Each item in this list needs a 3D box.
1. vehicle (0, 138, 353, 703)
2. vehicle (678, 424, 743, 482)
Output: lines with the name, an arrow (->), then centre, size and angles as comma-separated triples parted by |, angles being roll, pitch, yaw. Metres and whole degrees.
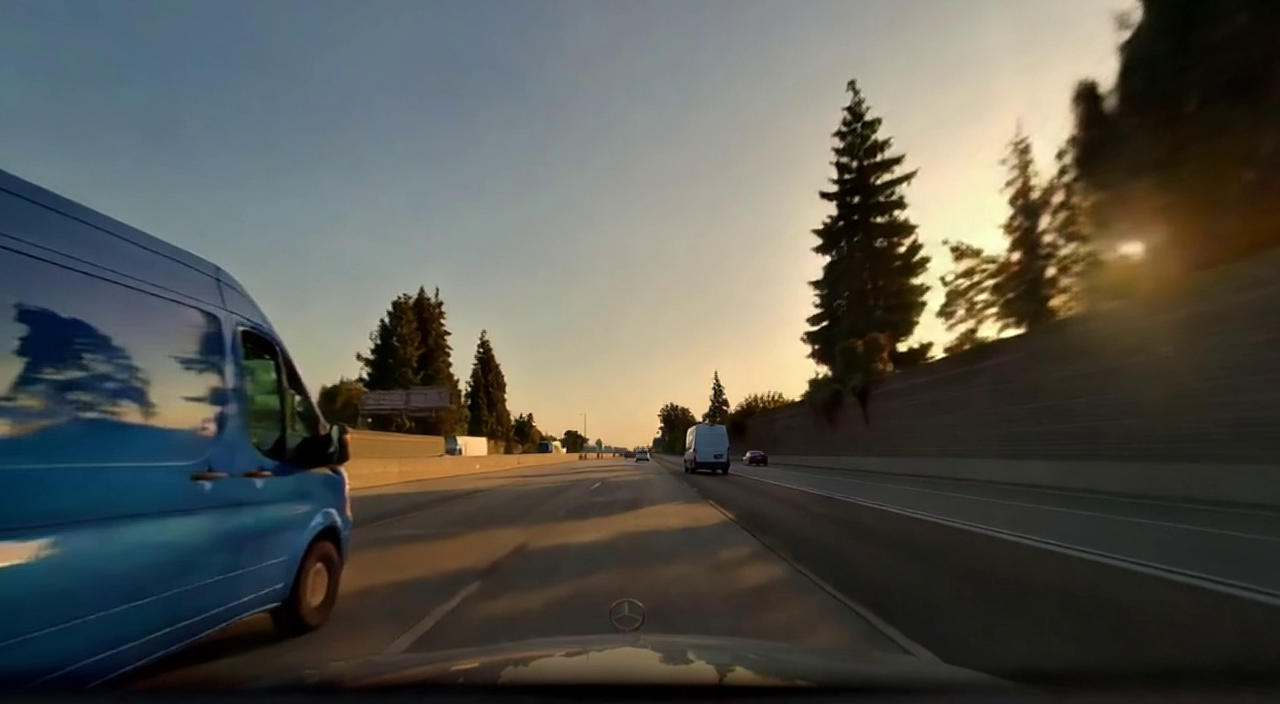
vehicle -> -3.635, 0.403, 1.993 | 2.409, 2.523, 6.275 | 0, -9, 1
vehicle -> 3.313, 4.962, 31.031 | 2.373, 2.561, 5.922 | 0, -9, -1
